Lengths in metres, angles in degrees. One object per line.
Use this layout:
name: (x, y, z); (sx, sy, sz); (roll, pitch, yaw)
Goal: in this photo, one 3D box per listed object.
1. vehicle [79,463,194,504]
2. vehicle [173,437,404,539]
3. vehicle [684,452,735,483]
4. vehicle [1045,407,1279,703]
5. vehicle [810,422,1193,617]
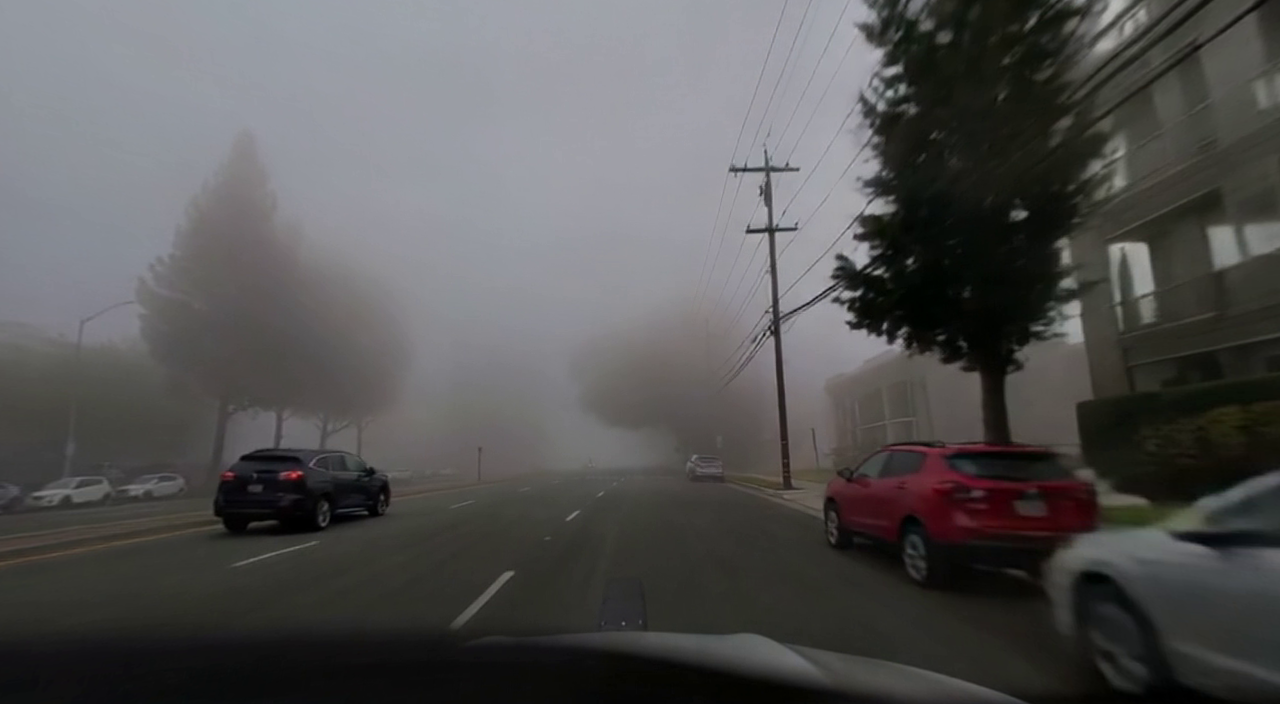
vehicle: (-25.591, 6.658, 32.315); (1.894, 1.787, 4.711); (0, -8, 1)
vehicle: (-6.681, 2.590, 12.740); (2.000, 1.671, 4.497); (0, -8, 1)
vehicle: (3.733, 6.298, 34.590); (2.259, 1.500, 4.474); (0, -8, 0)
vehicle: (3.477, 0.836, 1.531); (2.010, 1.488, 4.262); (-4, -7, -1)
vehicle: (3.560, 1.695, 7.353); (2.022, 1.592, 4.111); (0, -8, 0)
